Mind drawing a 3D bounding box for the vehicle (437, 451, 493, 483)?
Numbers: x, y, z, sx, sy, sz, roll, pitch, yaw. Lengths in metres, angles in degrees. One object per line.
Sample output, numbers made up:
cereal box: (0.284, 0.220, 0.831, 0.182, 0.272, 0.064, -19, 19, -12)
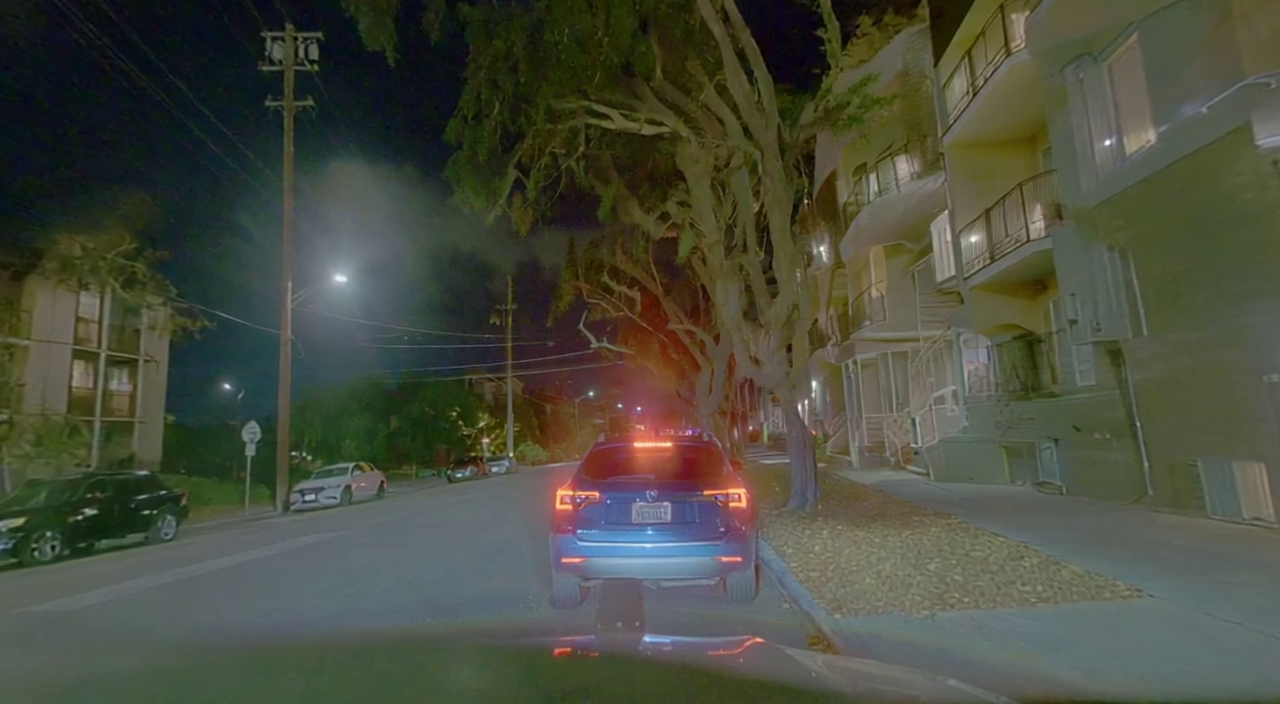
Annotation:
vehicle: (-10.859, 7.150, 39.555, 2.011, 1.801, 4.676, -1, -8, 1)

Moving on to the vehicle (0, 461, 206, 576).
vehicle: (-11.297, 3.221, 12.645, 2.068, 1.745, 4.579, -7, -9, -1)

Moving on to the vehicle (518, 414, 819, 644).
vehicle: (0.281, 1.549, 6.696, 2.030, 1.535, 4.683, -1, -8, 2)

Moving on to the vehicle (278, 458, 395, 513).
vehicle: (-11.468, 5.045, 24.275, 2.017, 1.582, 4.664, -7, -9, 2)
